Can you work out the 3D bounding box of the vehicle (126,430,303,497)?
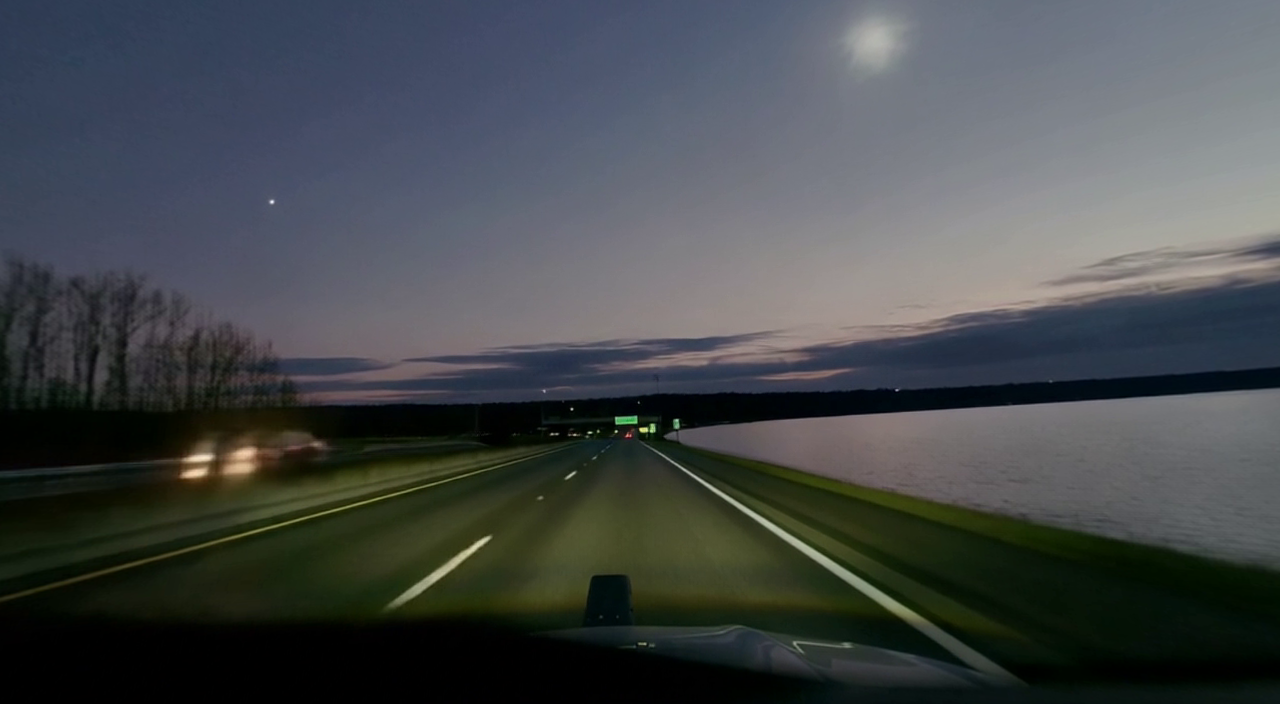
[{"bbox_3d":[-11.091,2.891,16.845,1.873,1.543,4.139,0,-8,-1],"label":"vehicle"}]
